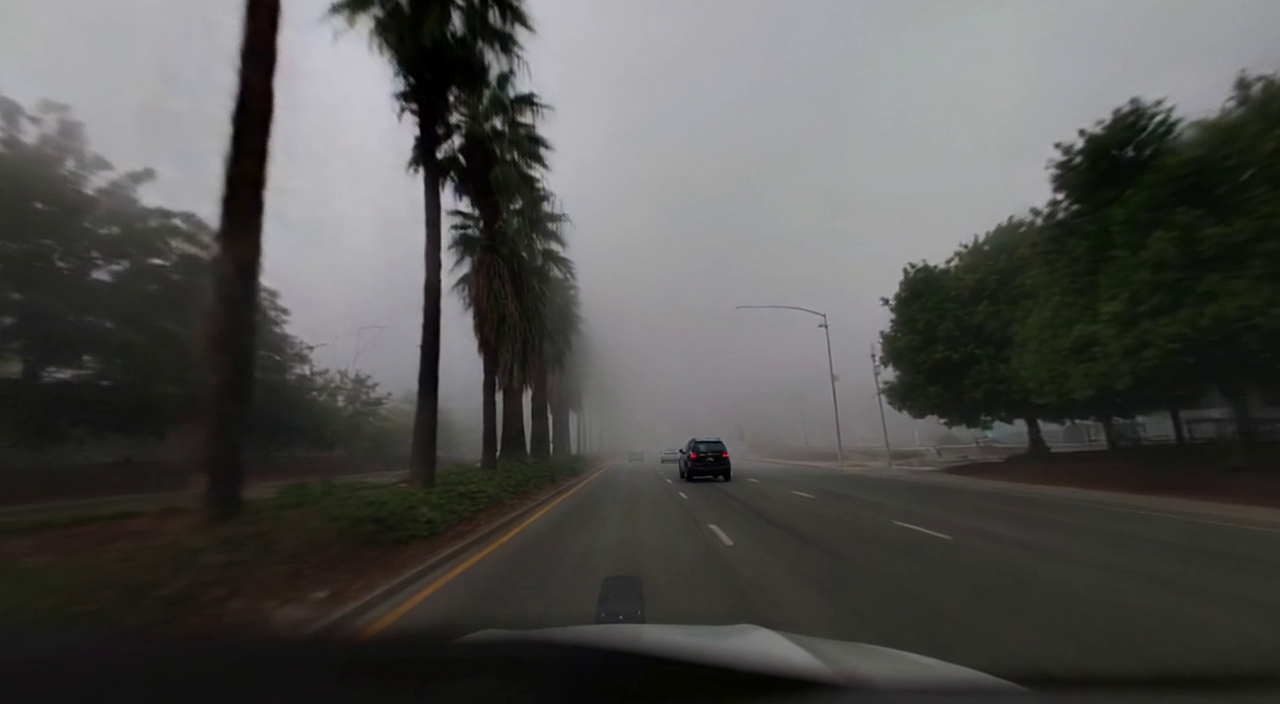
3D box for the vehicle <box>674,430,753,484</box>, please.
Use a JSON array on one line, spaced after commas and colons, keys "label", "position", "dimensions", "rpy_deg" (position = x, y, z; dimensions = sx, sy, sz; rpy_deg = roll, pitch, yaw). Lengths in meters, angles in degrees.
[{"label": "vehicle", "position": [2.906, 4.360, 26.553], "dimensions": [2.559, 2.017, 5.562], "rpy_deg": [0, -9, -1]}]
